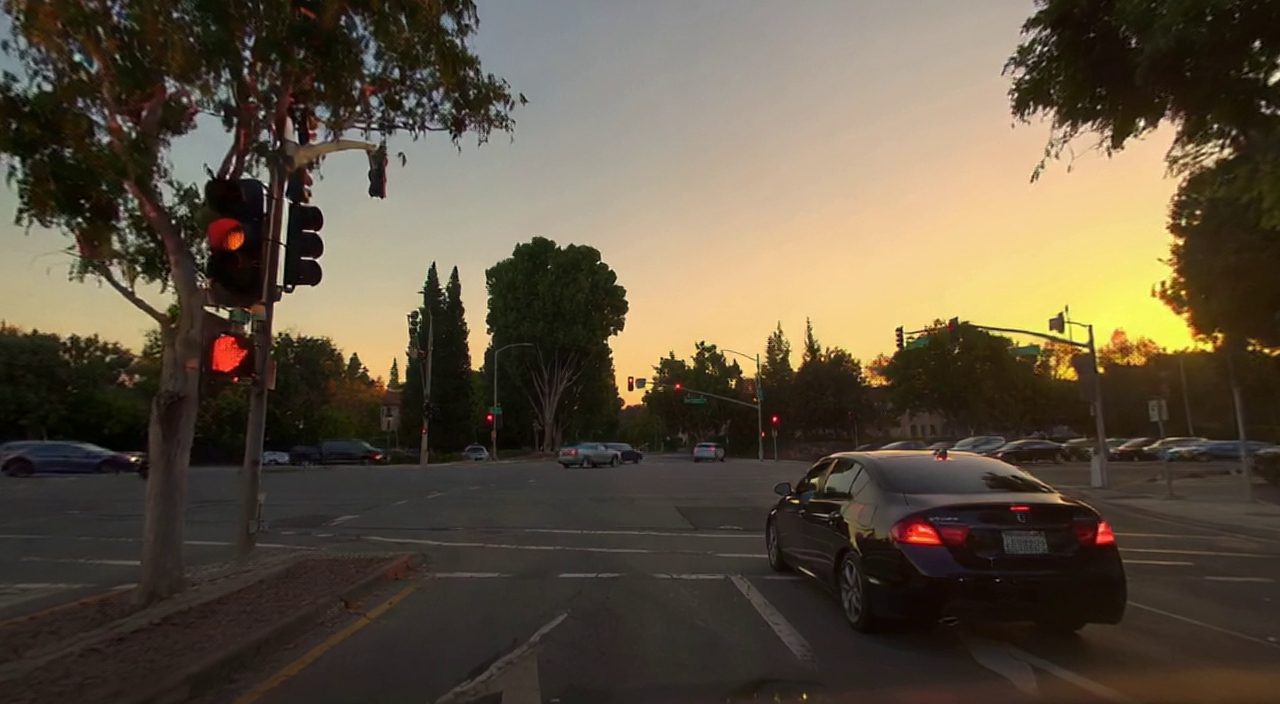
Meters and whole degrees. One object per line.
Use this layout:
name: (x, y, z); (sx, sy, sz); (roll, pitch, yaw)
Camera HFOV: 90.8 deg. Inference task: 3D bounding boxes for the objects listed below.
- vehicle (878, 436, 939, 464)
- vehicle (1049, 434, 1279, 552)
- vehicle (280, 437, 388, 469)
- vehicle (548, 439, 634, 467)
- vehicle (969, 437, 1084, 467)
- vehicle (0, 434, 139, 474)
vehicle: (16.161, 5.873, 37.888); (2.001, 1.561, 4.481); (-7, -11, 40)
vehicle: (9.282, 2.198, 10.381); (1.993, 1.505, 4.721); (3, -9, 0)
vehicle: (-14.996, 4.941, 31.035); (4.580, 1.472, 1.891); (5, -10, -30)
vehicle: (-2.727, 5.758, 36.300); (1.935, 1.476, 4.849); (-8, -12, 44)
vehicle: (19.578, 5.071, 32.186); (4.516, 1.468, 1.962); (-1, -9, 9)
vehicle: (-22.460, 3.885, 24.164); (4.671, 1.465, 1.934); (3, -9, -17)
